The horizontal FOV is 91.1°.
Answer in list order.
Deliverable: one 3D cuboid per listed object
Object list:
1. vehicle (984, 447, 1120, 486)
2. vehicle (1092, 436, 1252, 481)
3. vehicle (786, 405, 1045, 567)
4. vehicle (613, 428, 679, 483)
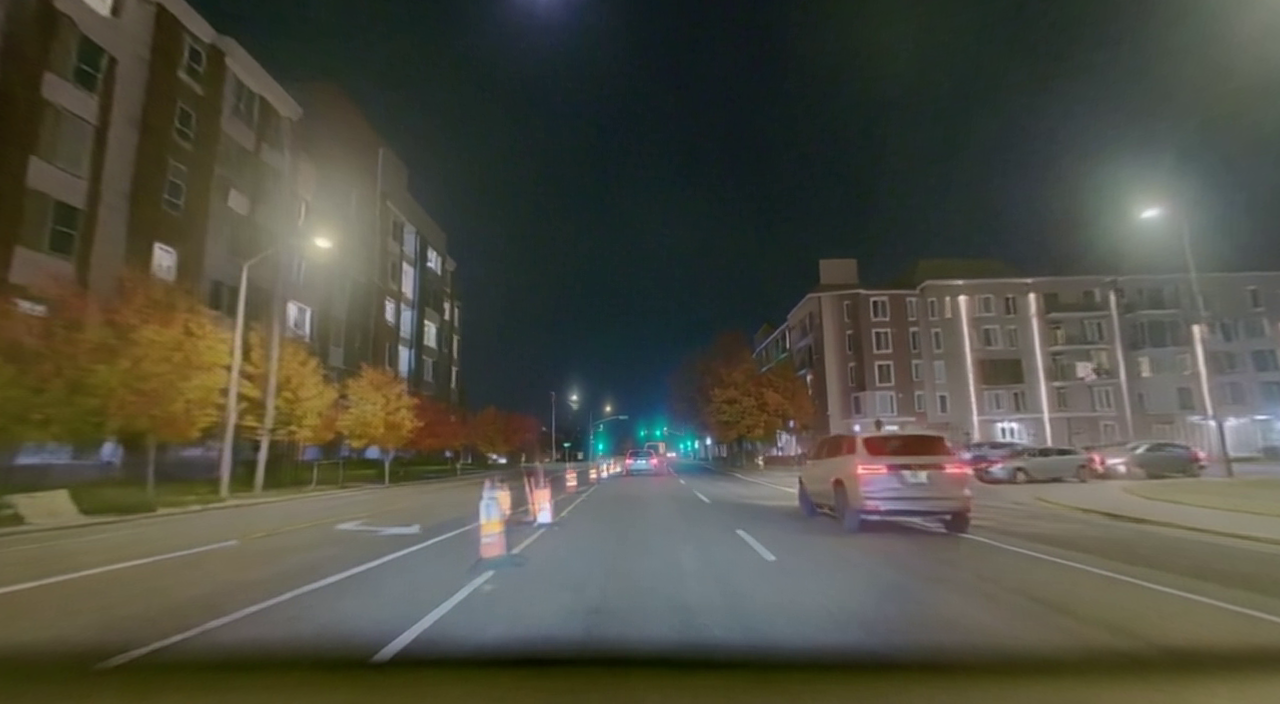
[{"bbox_3d":[16.847,4.659,25.753,4.568,1.478,1.900,2,-9,-12],"label":"vehicle"},{"bbox_3d":[21.987,4.397,26.130,4.629,1.756,2.124,0,-9,1],"label":"vehicle"},{"bbox_3d":[3.801,1.953,10.053,2.120,1.828,5.531,-1,-9,6],"label":"vehicle"},{"bbox_3d":[0.364,4.917,30.101,2.762,2.309,6.723,0,-9,2],"label":"vehicle"}]
